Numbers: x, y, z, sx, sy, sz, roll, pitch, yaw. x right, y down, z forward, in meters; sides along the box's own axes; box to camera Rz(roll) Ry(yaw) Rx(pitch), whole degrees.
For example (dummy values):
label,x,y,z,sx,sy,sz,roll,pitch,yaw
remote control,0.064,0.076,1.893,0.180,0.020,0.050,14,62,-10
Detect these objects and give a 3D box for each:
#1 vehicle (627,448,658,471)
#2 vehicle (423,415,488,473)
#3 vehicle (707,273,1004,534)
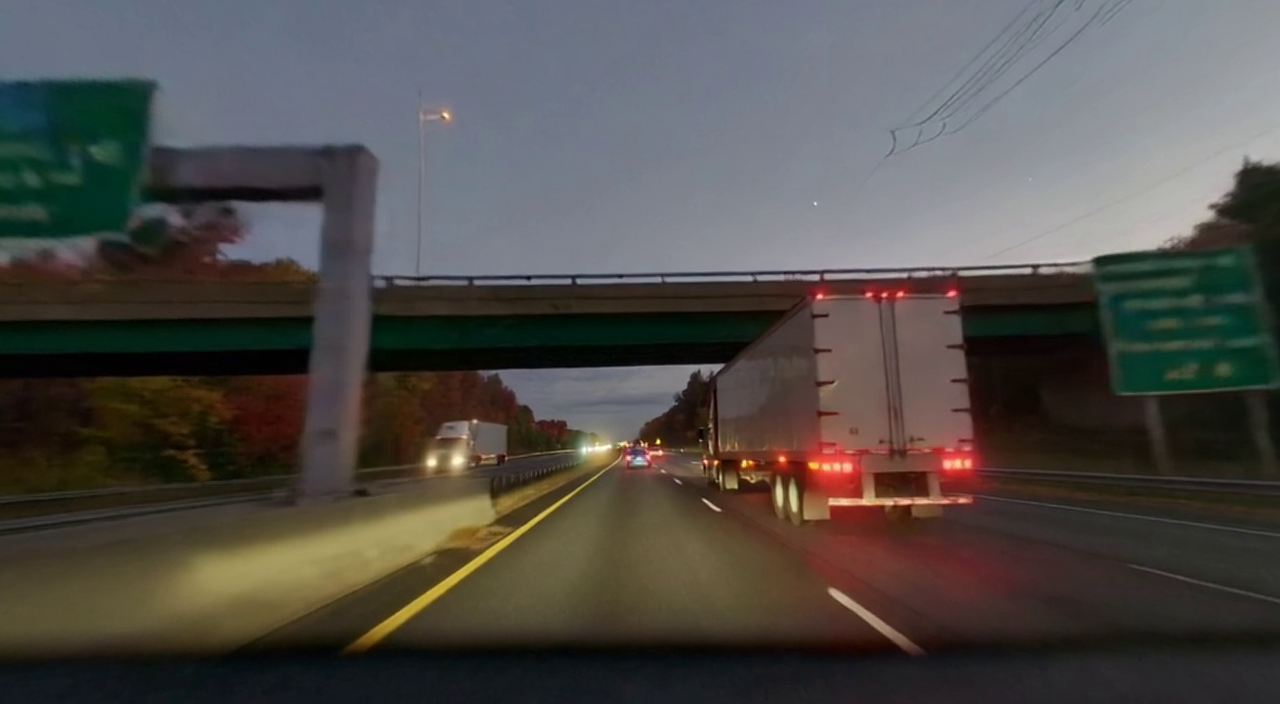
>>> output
label,x,y,z,sx,sy,sz,roll,pitch,yaw
vehicle,0.164,7.130,41.819,1.961,1.454,3.755,0,-9,0
vehicle,-14.102,7.096,48.475,3.170,4.126,5.938,0,-8,0
vehicle,4.228,1.905,17.382,2.956,4.281,14.327,0,-9,-1
